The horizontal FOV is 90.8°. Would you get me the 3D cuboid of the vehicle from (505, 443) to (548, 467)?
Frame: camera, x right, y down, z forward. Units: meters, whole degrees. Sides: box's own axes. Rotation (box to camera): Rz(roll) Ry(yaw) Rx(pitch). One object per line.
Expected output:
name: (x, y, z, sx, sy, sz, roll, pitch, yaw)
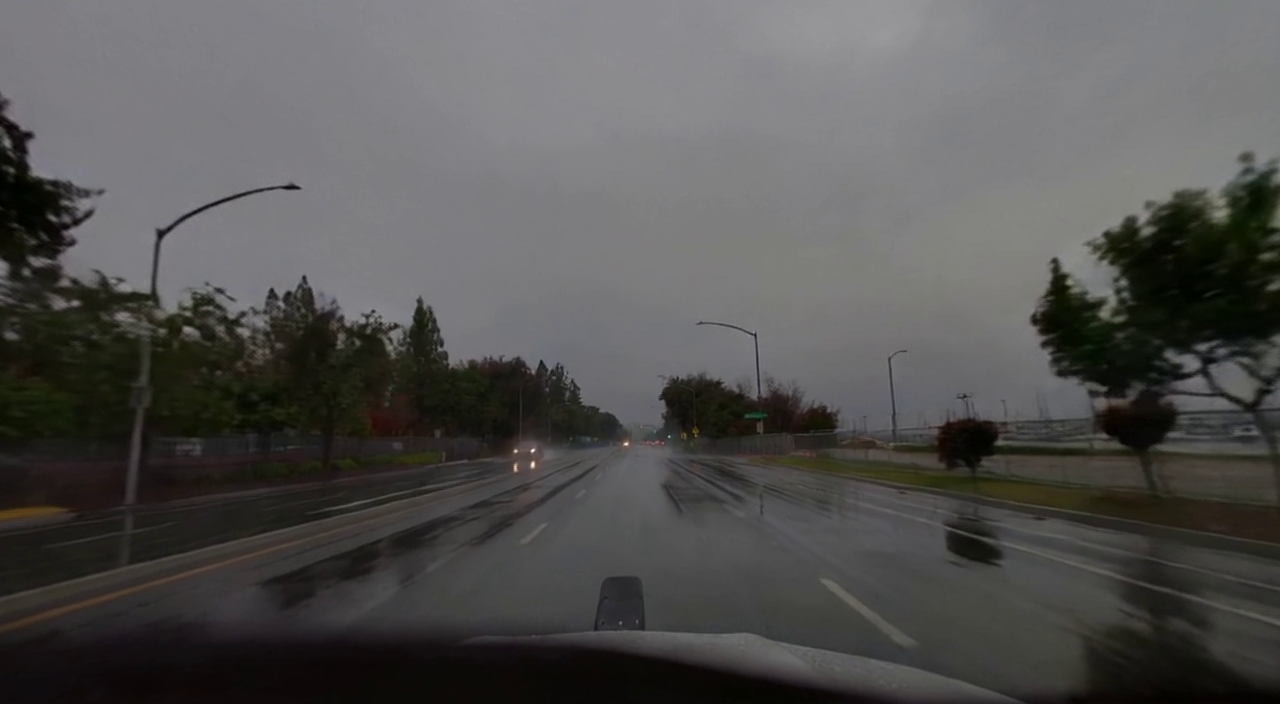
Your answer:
vehicle: (-7.689, 7.010, 43.248, 2.055, 1.478, 4.843, 0, -8, 0)
